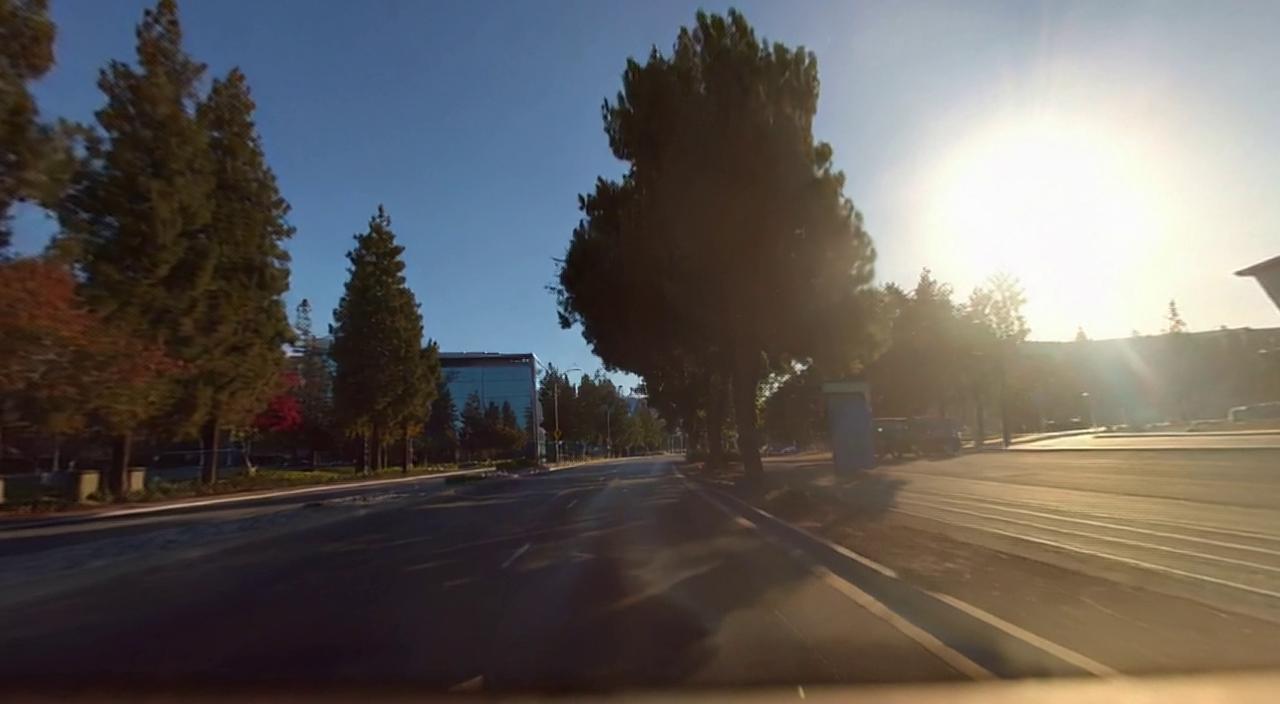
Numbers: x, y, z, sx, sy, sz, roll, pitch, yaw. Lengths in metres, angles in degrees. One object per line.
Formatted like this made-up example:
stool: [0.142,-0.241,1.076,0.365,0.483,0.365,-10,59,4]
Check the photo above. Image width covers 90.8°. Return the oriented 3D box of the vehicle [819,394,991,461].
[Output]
vehicle: [18.909,6.165,48.371,3.411,3.967,20.452,-1,-9,-3]
